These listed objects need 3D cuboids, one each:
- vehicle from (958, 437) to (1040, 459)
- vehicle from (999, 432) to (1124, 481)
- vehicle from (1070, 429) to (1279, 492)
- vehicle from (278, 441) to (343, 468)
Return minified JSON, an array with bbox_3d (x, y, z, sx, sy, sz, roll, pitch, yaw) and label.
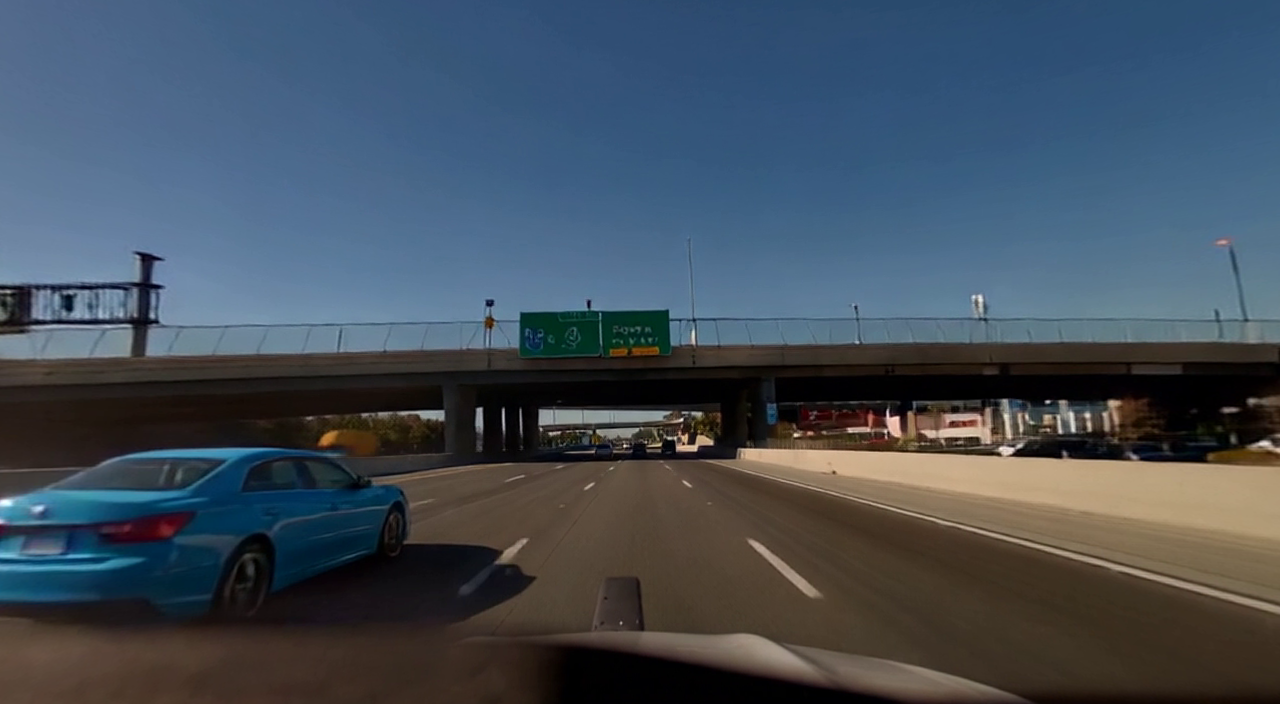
[{"bbox_3d":[24.927,6.698,43.992,4.513,1.469,1.871,0,-8,1],"label":"vehicle"},{"bbox_3d":[18.510,4.594,28.132,1.947,1.963,5.237,0,-8,0],"label":"vehicle"},{"bbox_3d":[18.363,3.742,22.272,2.128,1.915,5.821,0,-8,-2],"label":"vehicle"},{"bbox_3d":[-19.375,6.023,37.314,1.722,1.502,3.846,0,-8,1],"label":"vehicle"}]
